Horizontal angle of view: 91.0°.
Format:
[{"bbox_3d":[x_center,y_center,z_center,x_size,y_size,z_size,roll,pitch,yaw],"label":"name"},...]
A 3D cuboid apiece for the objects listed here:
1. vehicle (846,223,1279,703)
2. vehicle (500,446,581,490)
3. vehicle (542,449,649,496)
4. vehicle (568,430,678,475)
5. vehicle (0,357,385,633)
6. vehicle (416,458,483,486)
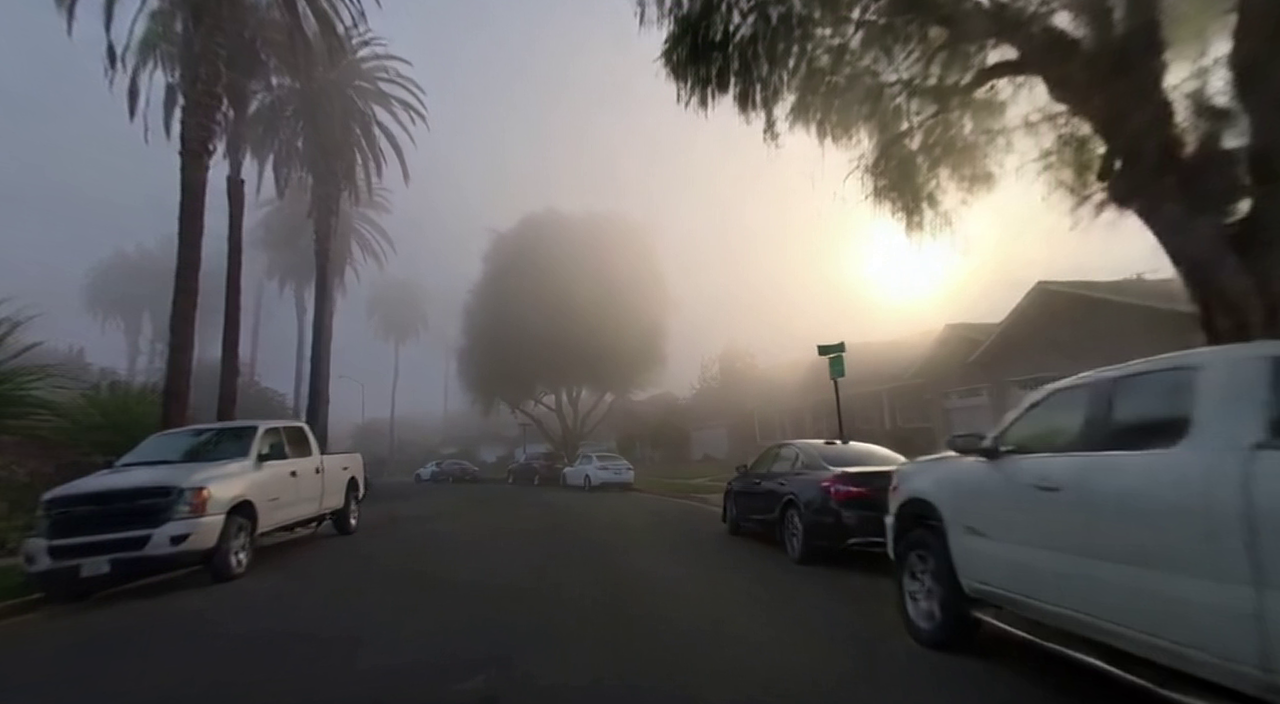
[{"bbox_3d":[2.925,0.762,2.804,2.139,1.997,4.864,0,-8,-3],"label":"vehicle"},{"bbox_3d":[-4.516,5.075,27.939,1.918,1.753,4.655,5,-10,-31],"label":"vehicle"},{"bbox_3d":[-1.784,4.336,23.188,2.108,1.503,4.977,4,-9,-27],"label":"vehicle"},{"bbox_3d":[-0.881,5.440,34.277,5.510,2.121,2.129,-1,-9,18],"label":"vehicle"},{"bbox_3d":[-5.614,1.782,8.895,2.337,2.289,6.092,-6,-8,-11],"label":"vehicle"},{"bbox_3d":[-11.783,7.331,38.675,2.006,1.484,4.768,8,-11,-42],"label":"vehicle"}]
